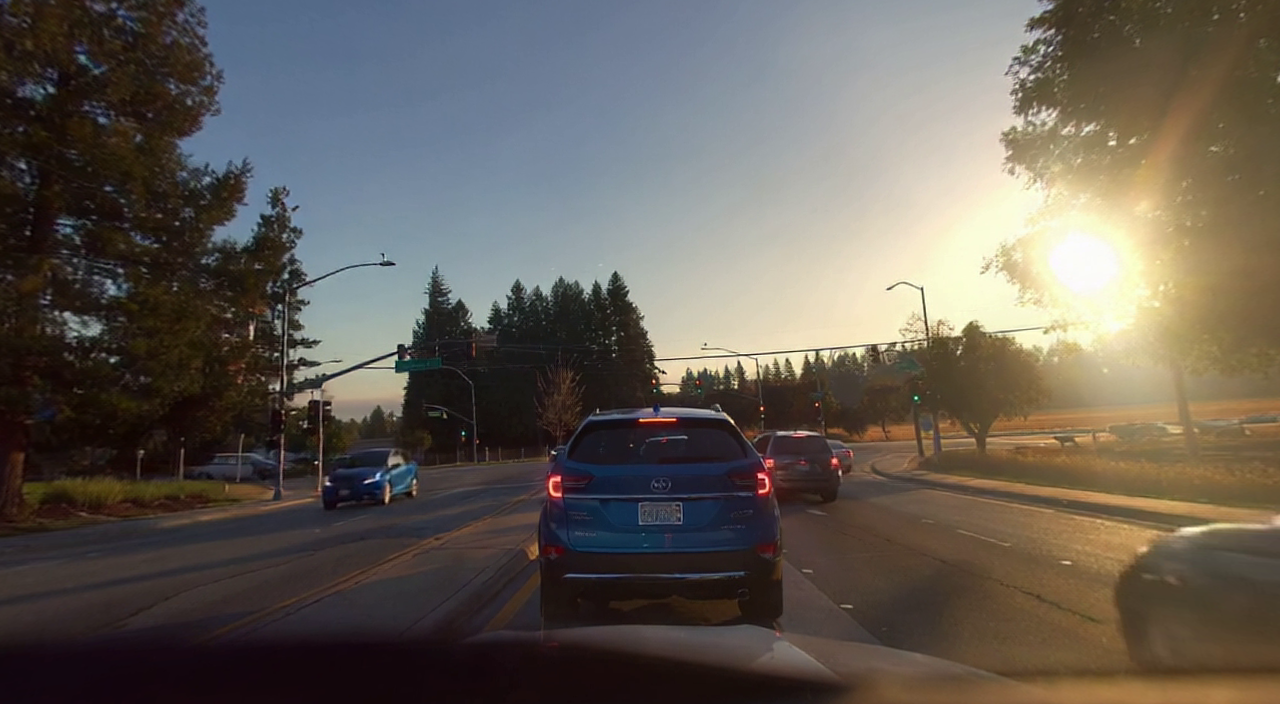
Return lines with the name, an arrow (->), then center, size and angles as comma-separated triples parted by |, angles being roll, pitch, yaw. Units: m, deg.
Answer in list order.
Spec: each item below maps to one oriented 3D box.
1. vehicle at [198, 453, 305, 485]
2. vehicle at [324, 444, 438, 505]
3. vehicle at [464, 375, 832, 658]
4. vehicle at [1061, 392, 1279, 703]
vehicle -> -21.325, 6.419, 34.722 | 4.605, 1.626, 2.251 | -2, -8, 9
vehicle -> -8.039, 3.798, 20.113 | 2.026, 1.680, 4.608 | 1, -8, -5
vehicle -> 0.050, 1.336, 6.119 | 2.298, 1.770, 4.138 | 0, -8, 0
vehicle -> 3.421, 0.746, 1.350 | 2.097, 1.473, 4.252 | 0, -8, 0
